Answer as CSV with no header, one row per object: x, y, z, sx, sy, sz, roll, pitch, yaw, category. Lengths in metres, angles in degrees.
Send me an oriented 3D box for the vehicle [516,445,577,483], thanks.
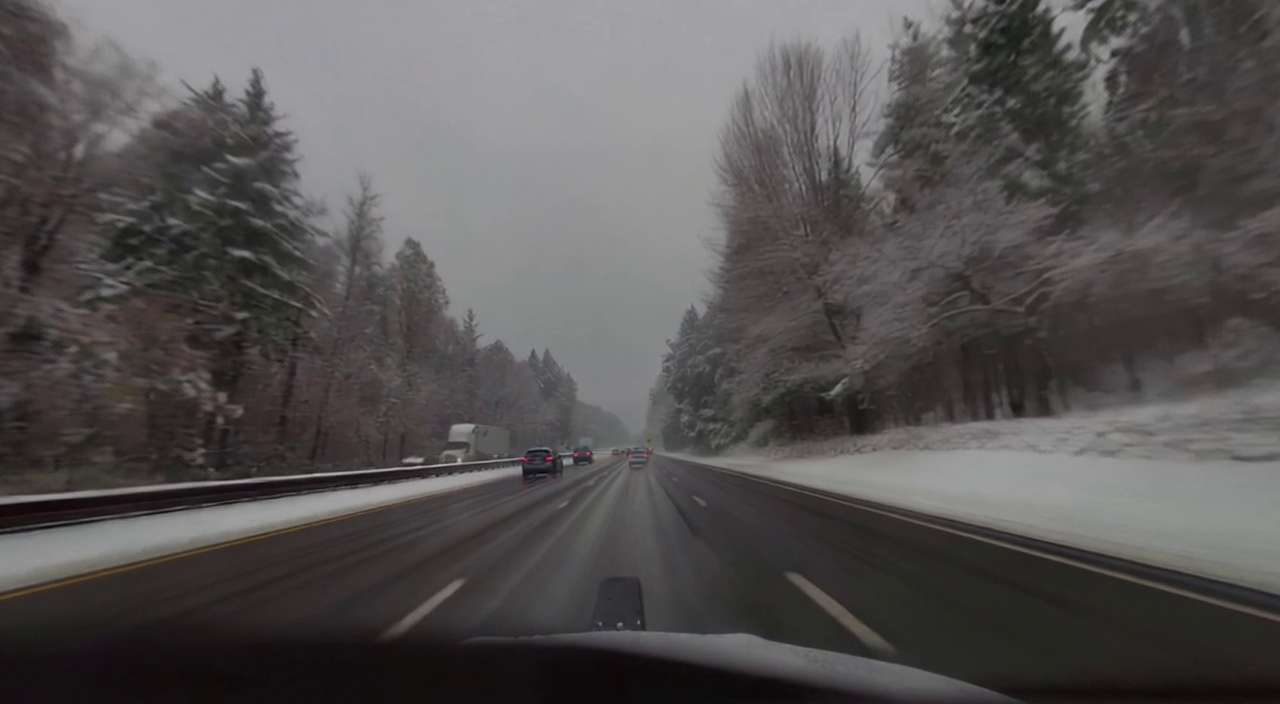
-4.004,4.869,27.563,1.978,1.538,3.755,0,-9,1,vehicle

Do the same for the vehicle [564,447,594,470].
-4.463,7.842,46.619,1.834,1.615,3.624,0,-9,0,vehicle

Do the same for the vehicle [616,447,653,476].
-0.282,6.165,35.687,2.001,1.490,3.914,0,-9,0,vehicle

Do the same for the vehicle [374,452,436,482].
-12.731,6.225,34.380,1.717,1.540,4.155,0,-9,0,vehicle
